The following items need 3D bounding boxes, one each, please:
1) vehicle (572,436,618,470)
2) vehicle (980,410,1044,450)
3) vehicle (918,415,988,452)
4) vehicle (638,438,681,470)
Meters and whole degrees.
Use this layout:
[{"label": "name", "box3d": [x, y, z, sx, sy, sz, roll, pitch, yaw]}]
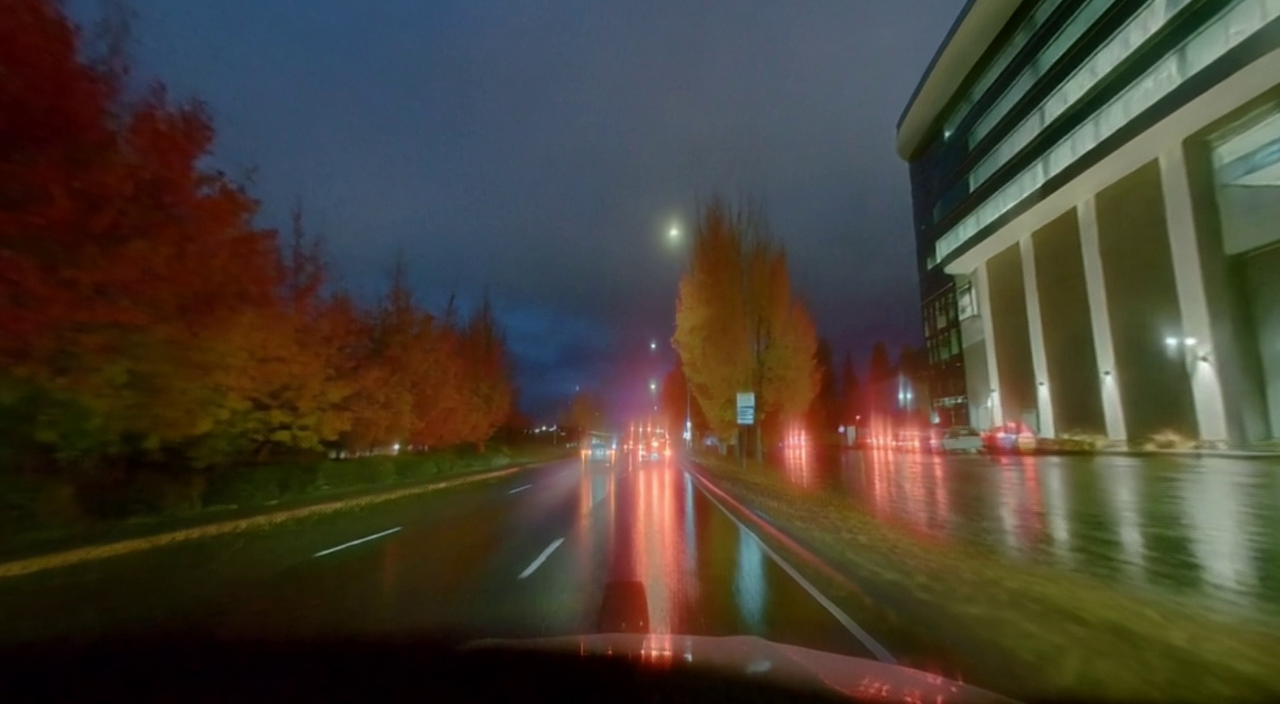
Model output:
[{"label": "vehicle", "box3d": [-2.405, 5.516, 34.591, 2.197, 1.709, 4.069, 0, -8, 1]}, {"label": "vehicle", "box3d": [23.709, 4.986, 40.164, 2.673, 2.486, 2.062, 0, -8, 0]}, {"label": "vehicle", "box3d": [23.569, 6.207, 47.577, 4.440, 2.545, 2.105, -6, -10, 24]}, {"label": "vehicle", "box3d": [0.945, 5.111, 31.726, 2.040, 1.493, 3.682, 0, -8, 1]}]
